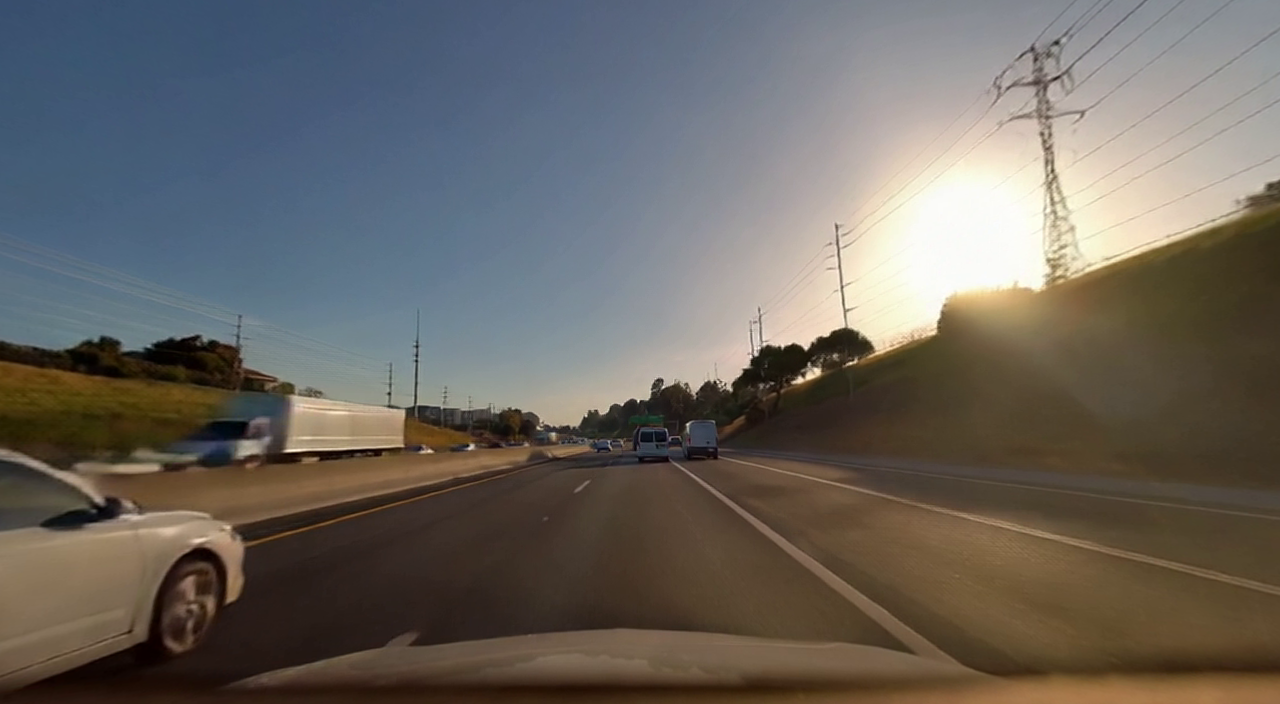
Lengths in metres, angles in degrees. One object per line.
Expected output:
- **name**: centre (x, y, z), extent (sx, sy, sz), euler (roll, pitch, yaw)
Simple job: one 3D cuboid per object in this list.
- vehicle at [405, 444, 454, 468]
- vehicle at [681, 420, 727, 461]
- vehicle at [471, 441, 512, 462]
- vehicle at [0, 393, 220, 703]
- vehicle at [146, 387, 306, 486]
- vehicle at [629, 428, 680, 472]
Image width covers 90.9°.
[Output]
- **vehicle**: centre (-14.356, 7.084, 43.124), extent (1.930, 1.450, 3.955), euler (0, -8, 1)
- **vehicle**: centre (3.986, 5.634, 40.374), extent (2.348, 2.429, 5.172), euler (0, -8, -1)
- **vehicle**: centre (-11.148, 7.471, 47.584), extent (1.937, 1.505, 4.310), euler (0, -8, 1)
- **vehicle**: centre (-3.258, 0.768, 1.303), extent (1.890, 1.490, 4.202), euler (0, -8, 0)
- **vehicle**: centre (-18.365, 3.803, 28.593), extent (2.991, 3.989, 5.970), euler (0, -8, 0)
- **vehicle**: centre (0.596, 4.390, 28.634), extent (2.159, 1.811, 4.238), euler (0, -8, -1)
